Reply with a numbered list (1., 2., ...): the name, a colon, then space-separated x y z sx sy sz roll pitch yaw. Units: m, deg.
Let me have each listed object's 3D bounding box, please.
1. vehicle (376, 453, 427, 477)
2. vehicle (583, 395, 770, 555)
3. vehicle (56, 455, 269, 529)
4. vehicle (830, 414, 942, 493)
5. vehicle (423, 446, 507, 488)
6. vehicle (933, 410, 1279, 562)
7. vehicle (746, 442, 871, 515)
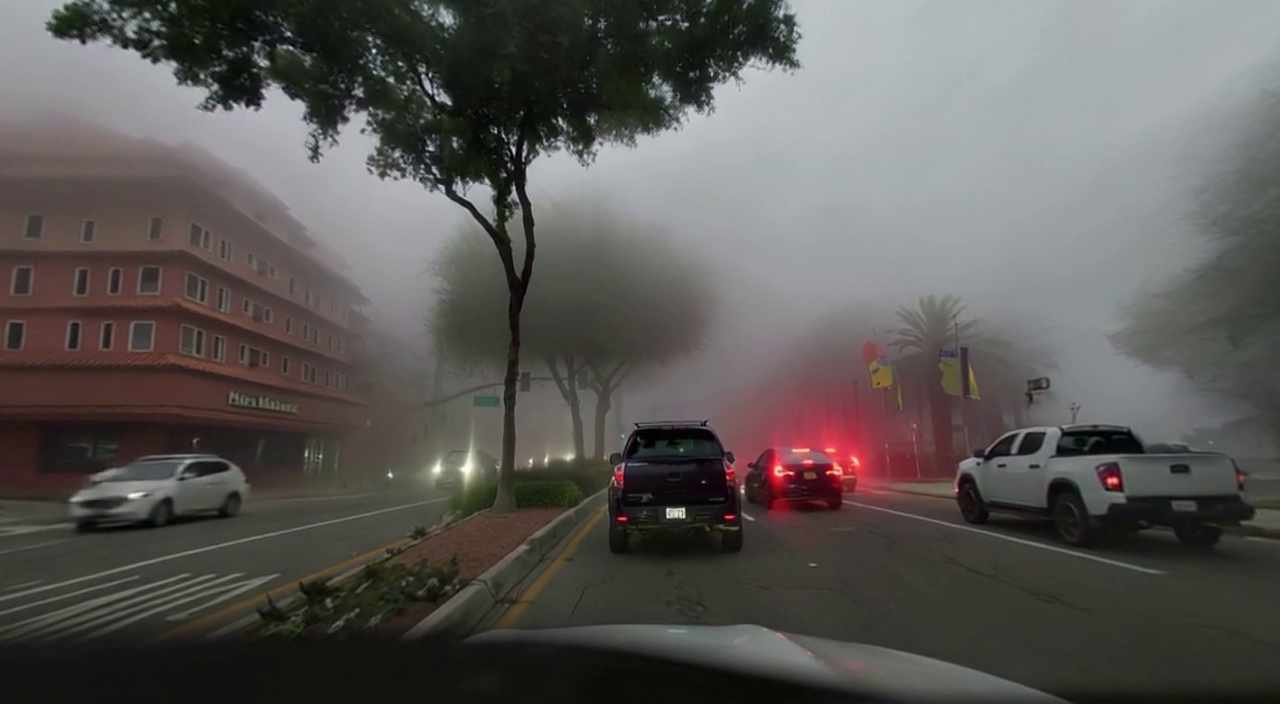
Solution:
1. vehicle: -18.095 8.537 48.021 1.972 1.694 4.466 0 -9 2
2. vehicle: 0.549 2.059 11.235 2.487 2.115 5.444 0 -9 1
3. vehicle: -11.585 3.372 15.756 2.031 1.534 4.079 0 -9 1
4. vehicle: 10.812 4.370 28.360 2.663 3.061 5.602 -2 -5 0
5. vehicle: -7.884 5.225 28.995 2.268 1.733 4.821 -1 -9 2
6. vehicle: 7.497 2.154 10.967 2.215 1.973 5.323 0 -9 0
7. vehicle: 4.114 3.136 16.182 2.072 1.595 4.124 0 -9 0
